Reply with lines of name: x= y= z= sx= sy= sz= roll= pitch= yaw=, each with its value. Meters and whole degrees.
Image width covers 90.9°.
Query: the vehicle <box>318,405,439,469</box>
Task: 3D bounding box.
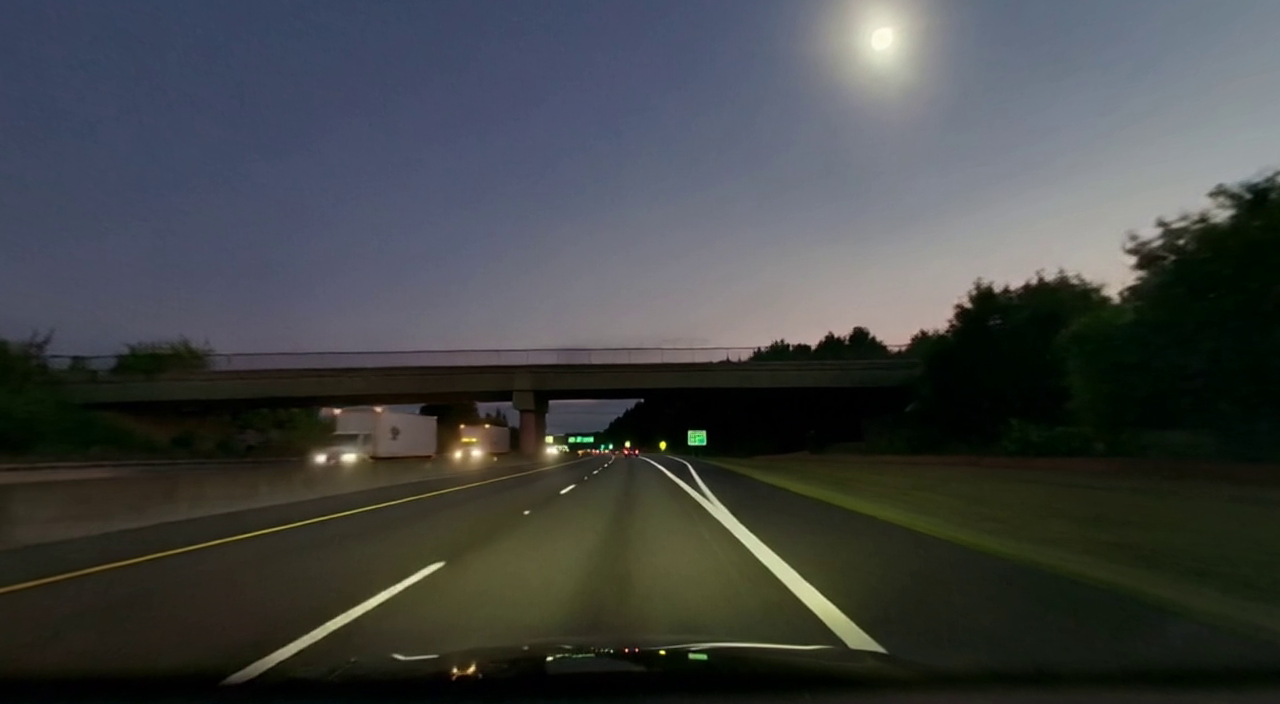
vehicle: x=-18.475 y=6.341 z=46.220 sx=2.906 sy=3.972 sz=14.227 roll=0 pitch=-9 yaw=-1

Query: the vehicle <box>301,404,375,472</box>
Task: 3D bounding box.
vehicle: x=-18.319 y=5.244 z=38.447 sx=2.956 sy=3.987 sz=2.717 roll=0 pitch=-9 yaw=0
